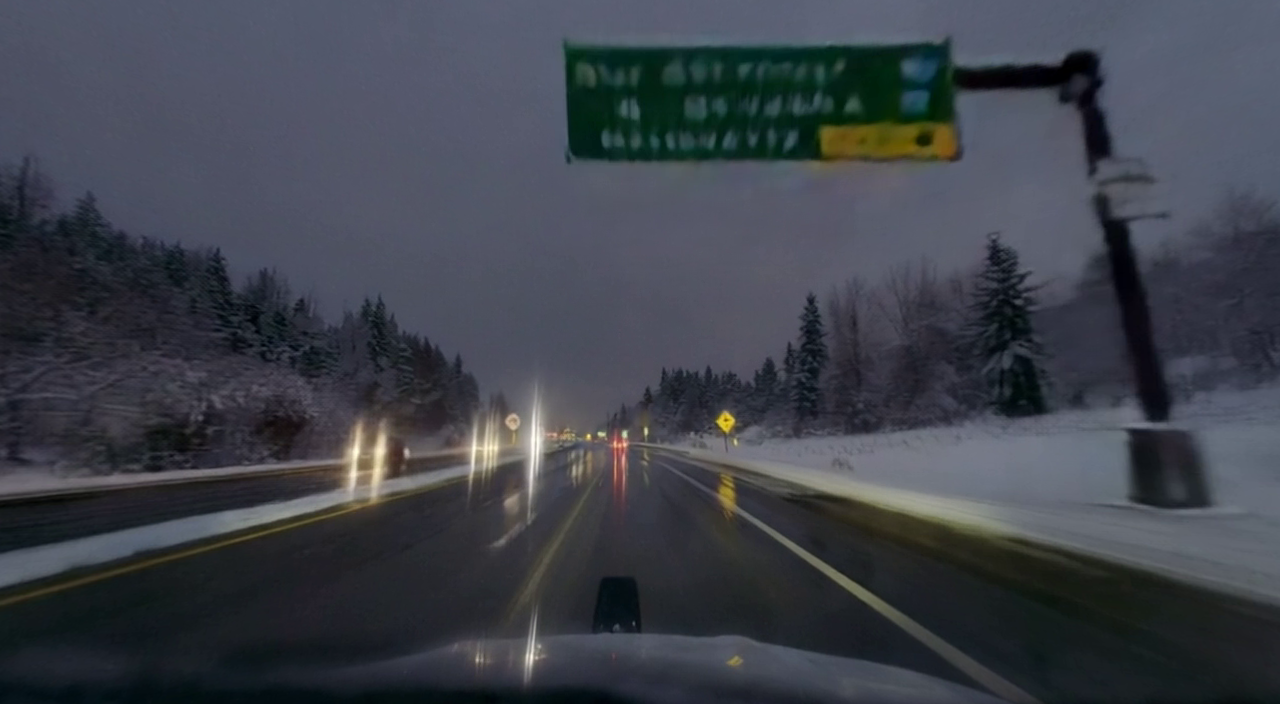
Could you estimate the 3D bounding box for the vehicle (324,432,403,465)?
[{"bbox_3d":[-13.392,4.666,30.819,1.950,1.490,4.441,0,-8,-2],"label":"vehicle"}]
